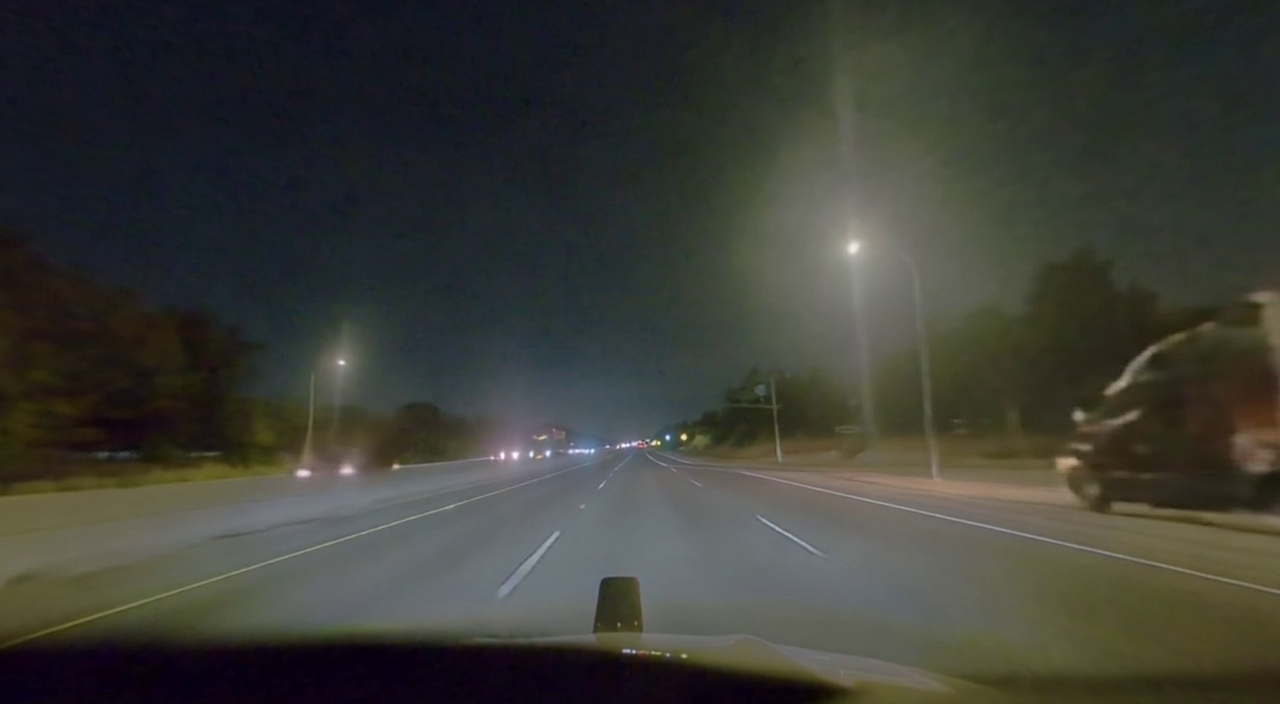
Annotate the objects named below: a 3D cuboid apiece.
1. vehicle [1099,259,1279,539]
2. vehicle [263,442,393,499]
[{"bbox_3d":[10.787,0.684,9.167,2.952,4.015,6.438,0,-9,-1],"label":"vehicle"},{"bbox_3d":[-11.799,4.496,24.262,2.333,1.934,5.297,0,-9,0],"label":"vehicle"}]
